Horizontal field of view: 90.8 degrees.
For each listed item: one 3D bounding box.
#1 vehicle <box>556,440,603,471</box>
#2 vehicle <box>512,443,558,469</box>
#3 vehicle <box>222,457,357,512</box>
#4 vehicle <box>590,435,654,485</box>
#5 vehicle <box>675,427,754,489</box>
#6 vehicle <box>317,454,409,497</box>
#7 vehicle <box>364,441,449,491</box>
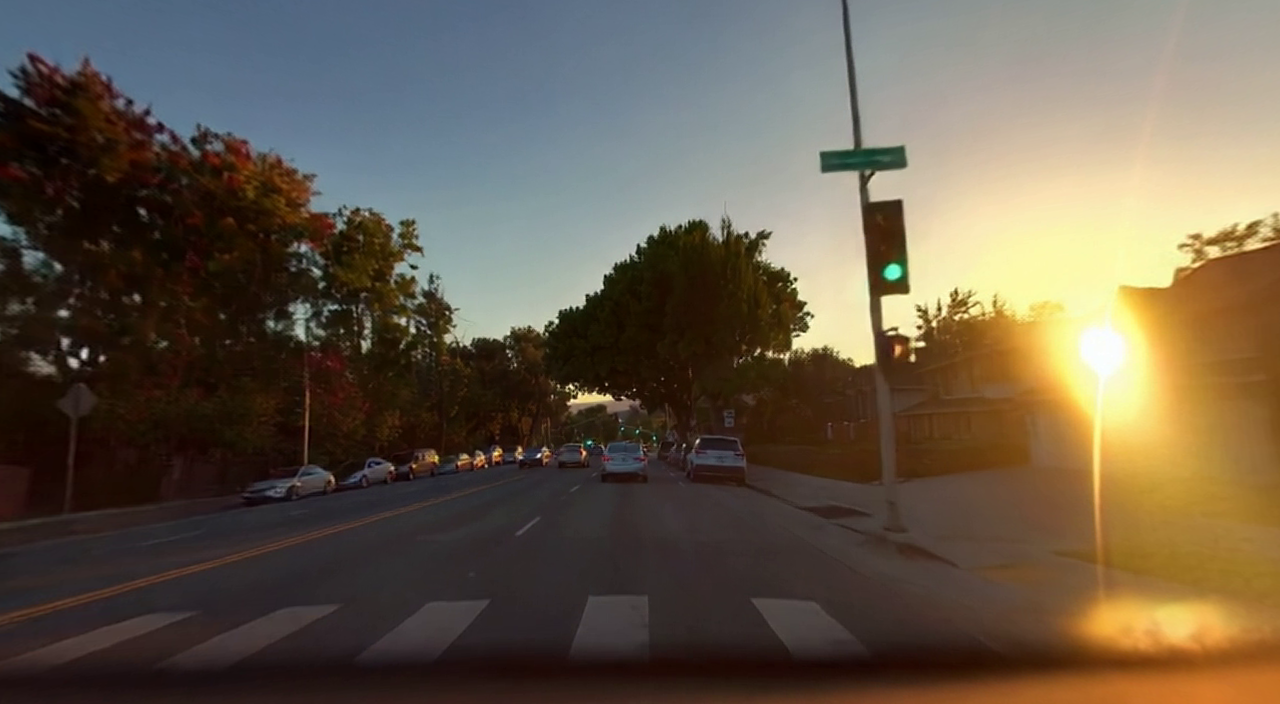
[{"bbox_3d":[-3.123,5.447,33.583,2.117,1.528,4.277,0,-8,0],"label":"vehicle"},{"bbox_3d":[-6.560,6.555,40.034,1.998,1.518,4.817,0,-8,1],"label":"vehicle"},{"bbox_3d":[-12.478,4.705,22.988,2.050,1.518,5.115,-4,-8,-1],"label":"vehicle"},{"bbox_3d":[-0.586,3.793,22.480,2.041,1.575,4.304,0,-8,-1],"label":"vehicle"},{"bbox_3d":[2.450,3.638,21.988,2.119,1.884,4.567,0,-8,-1],"label":"vehicle"},{"bbox_3d":[-12.191,5.413,28.142,2.047,1.497,4.949,-5,-8,-2],"label":"vehicle"},{"bbox_3d":[-12.363,6.006,34.016,2.249,2.093,6.297,-8,-8,-3],"label":"vehicle"}]
